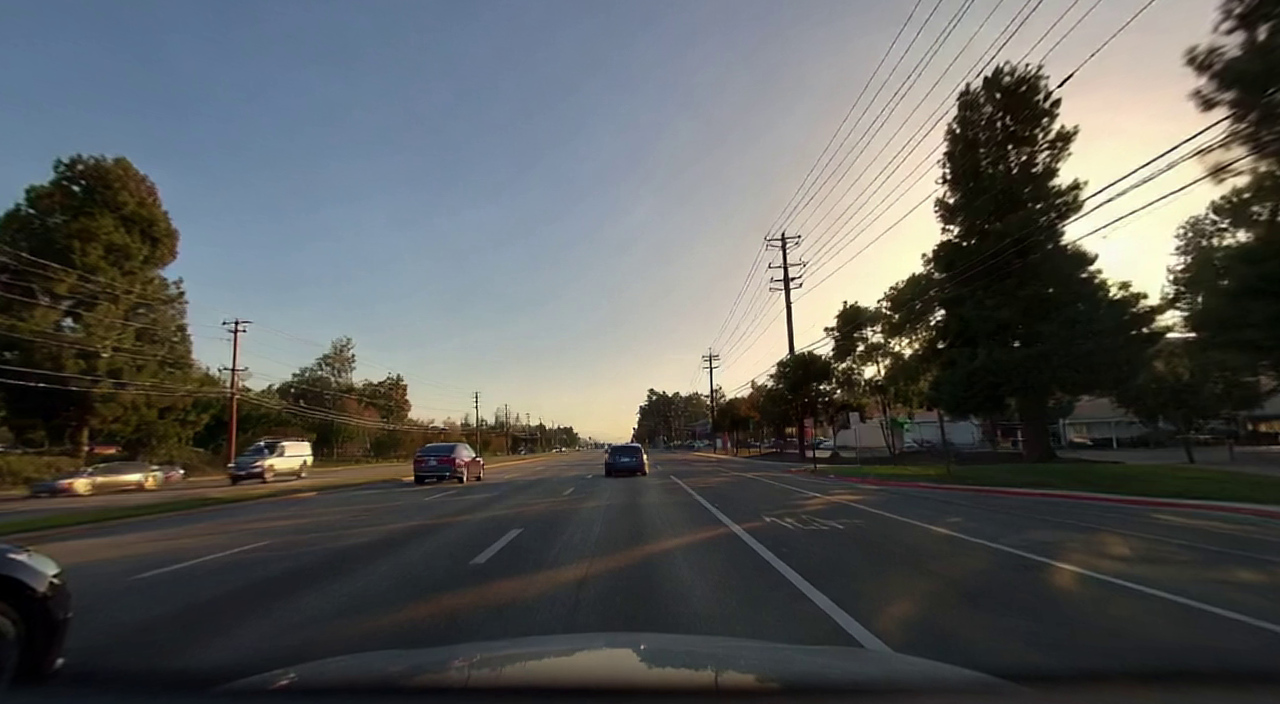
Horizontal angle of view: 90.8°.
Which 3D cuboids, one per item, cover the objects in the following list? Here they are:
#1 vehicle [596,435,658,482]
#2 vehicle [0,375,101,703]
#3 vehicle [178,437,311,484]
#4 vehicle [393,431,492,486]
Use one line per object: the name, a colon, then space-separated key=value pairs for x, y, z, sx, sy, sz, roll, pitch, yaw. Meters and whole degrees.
vehicle: x=-0.487 y=4.105 z=24.616 sx=2.189 sy=1.652 sz=4.135 roll=0 pitch=-8 yaw=0
vehicle: x=-3.689 y=0.611 z=0.650 sx=1.985 sy=1.607 sz=4.892 roll=0 pitch=-8 yaw=-1
vehicle: x=-18.383 y=5.072 z=29.848 sx=2.267 sy=1.962 sz=5.820 roll=-1 pitch=-8 yaw=3
vehicle: x=-7.167 y=3.924 z=23.542 sx=2.203 sy=1.819 sz=4.547 roll=0 pitch=-8 yaw=0
